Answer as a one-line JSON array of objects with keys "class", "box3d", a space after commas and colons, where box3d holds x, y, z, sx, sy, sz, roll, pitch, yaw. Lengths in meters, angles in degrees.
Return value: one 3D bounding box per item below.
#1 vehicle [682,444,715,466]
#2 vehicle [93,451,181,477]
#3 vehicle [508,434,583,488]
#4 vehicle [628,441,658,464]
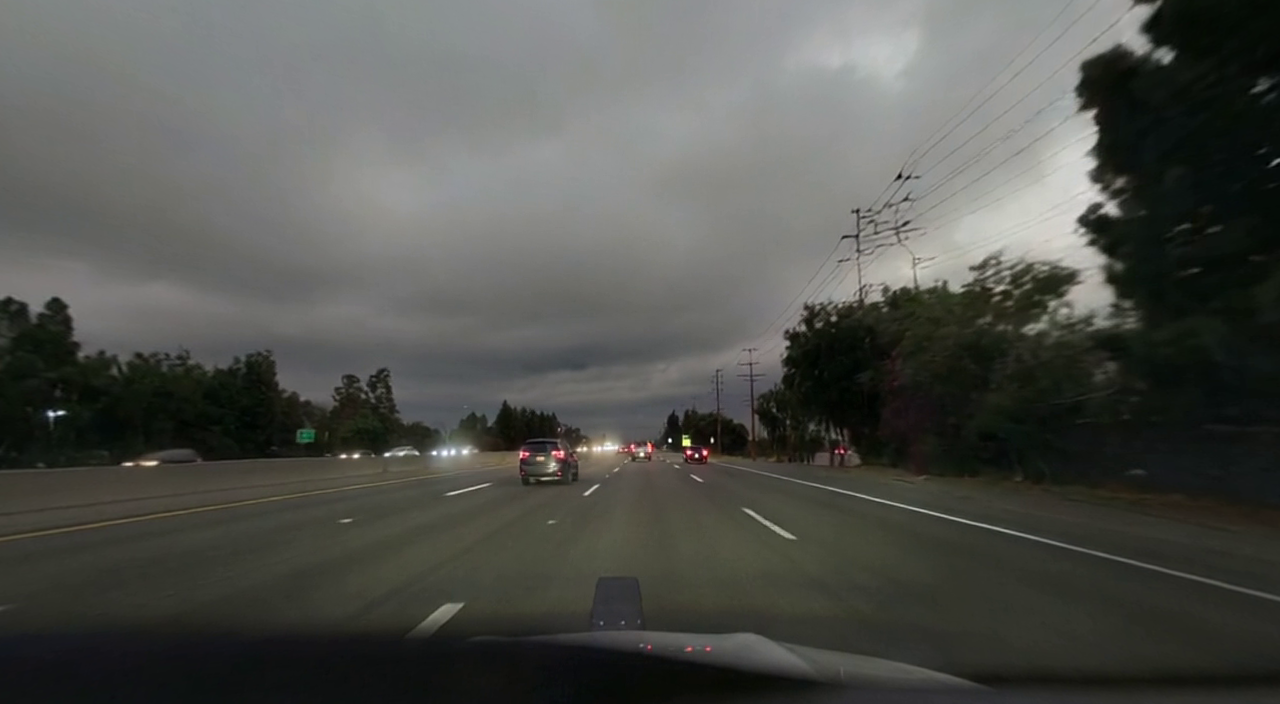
[{"class": "vehicle", "box3d": [4.195, 7.415, 45.675, 1.964, 1.479, 4.252, 0, -8, -1]}, {"class": "vehicle", "box3d": [-32.399, 7.198, 40.782, 1.904, 1.558, 4.504, 0, -8, 1]}, {"class": "vehicle", "box3d": [-3.221, 3.797, 22.314, 1.961, 1.704, 4.052, 0, -8, 1]}, {"class": "vehicle", "box3d": [0.207, 7.610, 47.697, 2.156, 1.647, 3.987, 0, -8, 1]}]
